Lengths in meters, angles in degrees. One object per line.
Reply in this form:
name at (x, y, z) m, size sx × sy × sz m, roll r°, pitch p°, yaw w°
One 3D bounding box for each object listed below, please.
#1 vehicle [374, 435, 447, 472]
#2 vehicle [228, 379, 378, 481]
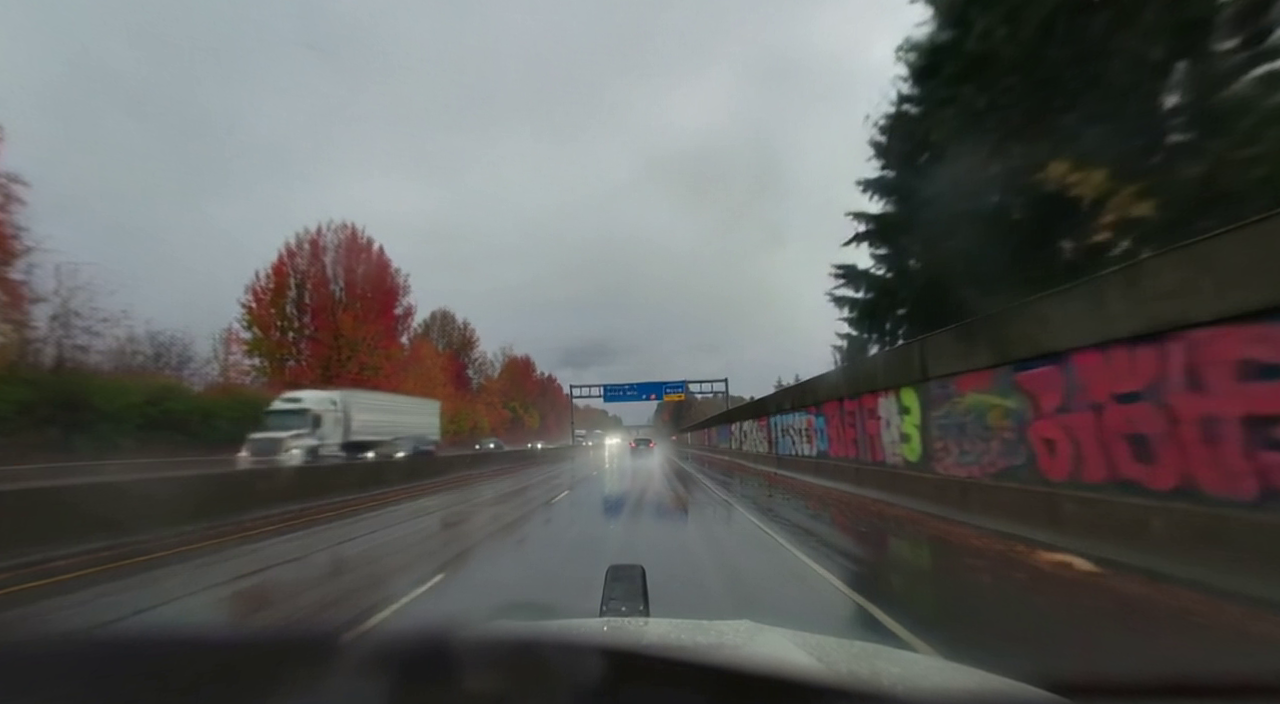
vehicle at (-10.292, 4.578, 28.530) m, size 1.824 × 1.535 × 3.900 m, roll 0°, pitch -8°, yaw 0°
vehicle at (-14.614, 3.502, 28.024) m, size 3.053 × 3.994 × 6.354 m, roll 0°, pitch -8°, yaw 0°
